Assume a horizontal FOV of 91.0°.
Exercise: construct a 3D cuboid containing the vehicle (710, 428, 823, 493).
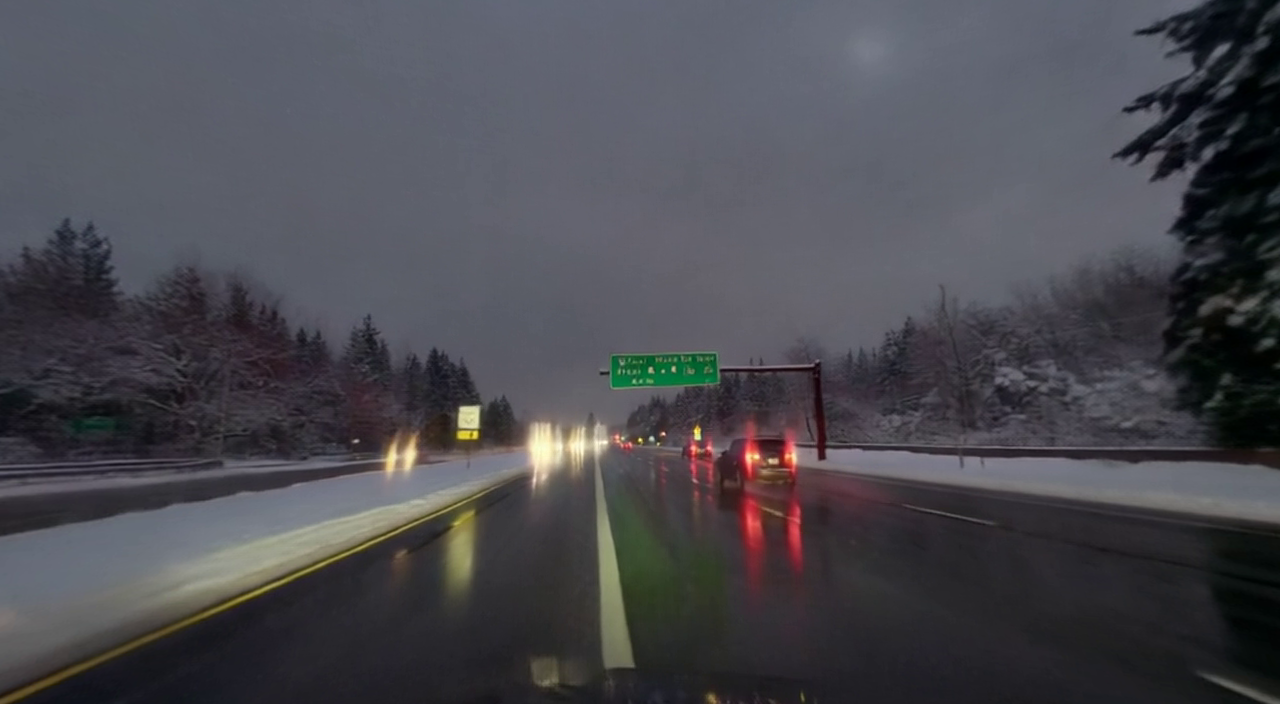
[{"bbox_3d":[3.568,3.175,18.833,2.066,1.683,4.675,0,-8,-5],"label":"vehicle"}]
